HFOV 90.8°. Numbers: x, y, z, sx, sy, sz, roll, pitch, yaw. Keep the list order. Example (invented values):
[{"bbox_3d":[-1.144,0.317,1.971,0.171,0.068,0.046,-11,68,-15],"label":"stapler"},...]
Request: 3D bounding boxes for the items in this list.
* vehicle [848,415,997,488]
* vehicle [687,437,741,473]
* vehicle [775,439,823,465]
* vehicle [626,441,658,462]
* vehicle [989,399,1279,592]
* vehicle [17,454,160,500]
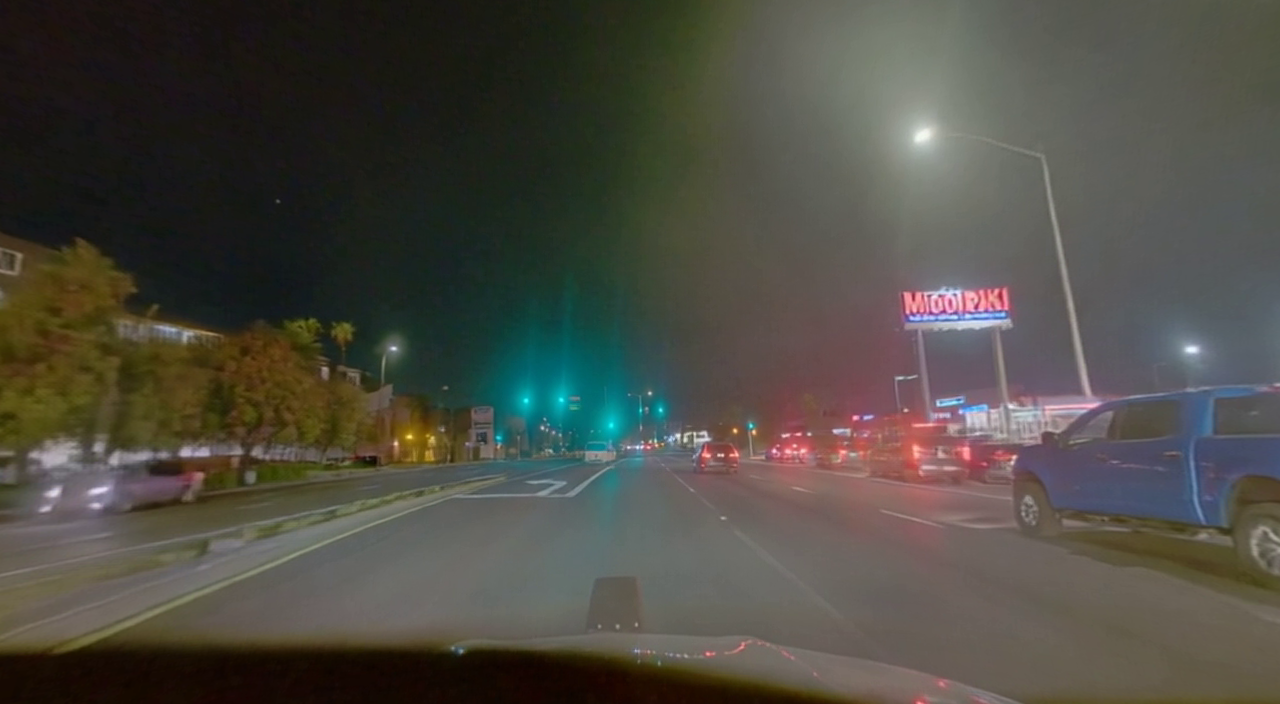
[{"bbox_3d":[10.265,3.709,23.889,2.555,2.184,6.973,3,-8,1],"label":"vehicle"},{"bbox_3d":[3.346,4.751,29.358,1.889,1.541,4.303,0,-9,-1],"label":"vehicle"},{"bbox_3d":[10.511,6.645,42.126,1.965,1.573,4.308,0,-9,-1],"label":"vehicle"},{"bbox_3d":[0.164,7.435,47.209,2.258,1.468,4.076,0,-9,0],"label":"vehicle"},{"bbox_3d":[6.436,1.437,6.898,2.140,1.606,5.437,0,-9,0],"label":"vehicle"},{"bbox_3d":[-24.087,5.450,27.930,2.029,1.740,4.856,0,-9,-2],"label":"vehicle"}]
